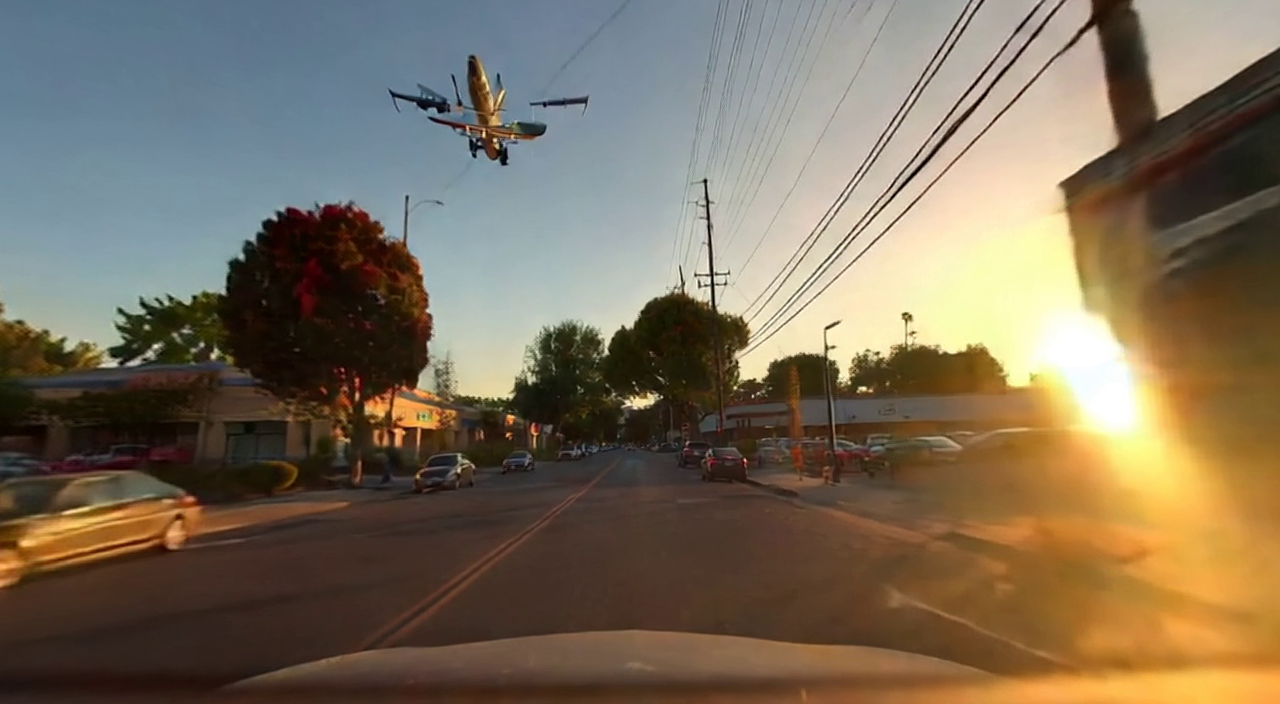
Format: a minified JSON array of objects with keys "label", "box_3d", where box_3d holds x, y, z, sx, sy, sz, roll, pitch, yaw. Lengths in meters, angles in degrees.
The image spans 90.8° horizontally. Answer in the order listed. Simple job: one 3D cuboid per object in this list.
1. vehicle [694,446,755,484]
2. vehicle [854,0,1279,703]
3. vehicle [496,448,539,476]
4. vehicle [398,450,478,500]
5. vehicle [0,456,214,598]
[{"label":"vehicle","box_3d":[3.625,4.916,27.923,1.990,1.521,4.693,0,-8,0]},{"label":"vehicle","box_3d":[3.884,0.121,1.889,3.011,3.127,8.608,-3,-7,-3]},{"label":"vehicle","box_3d":[-7.850,7.066,40.838,1.872,1.455,4.350,-3,-8,0]},{"label":"vehicle","box_3d":[-7.816,4.745,24.788,1.787,1.543,4.052,-3,-7,0]},{"label":"vehicle","box_3d":[-7.880,2.241,8.531,1.678,1.468,3.706,-3,-8,0]}]
